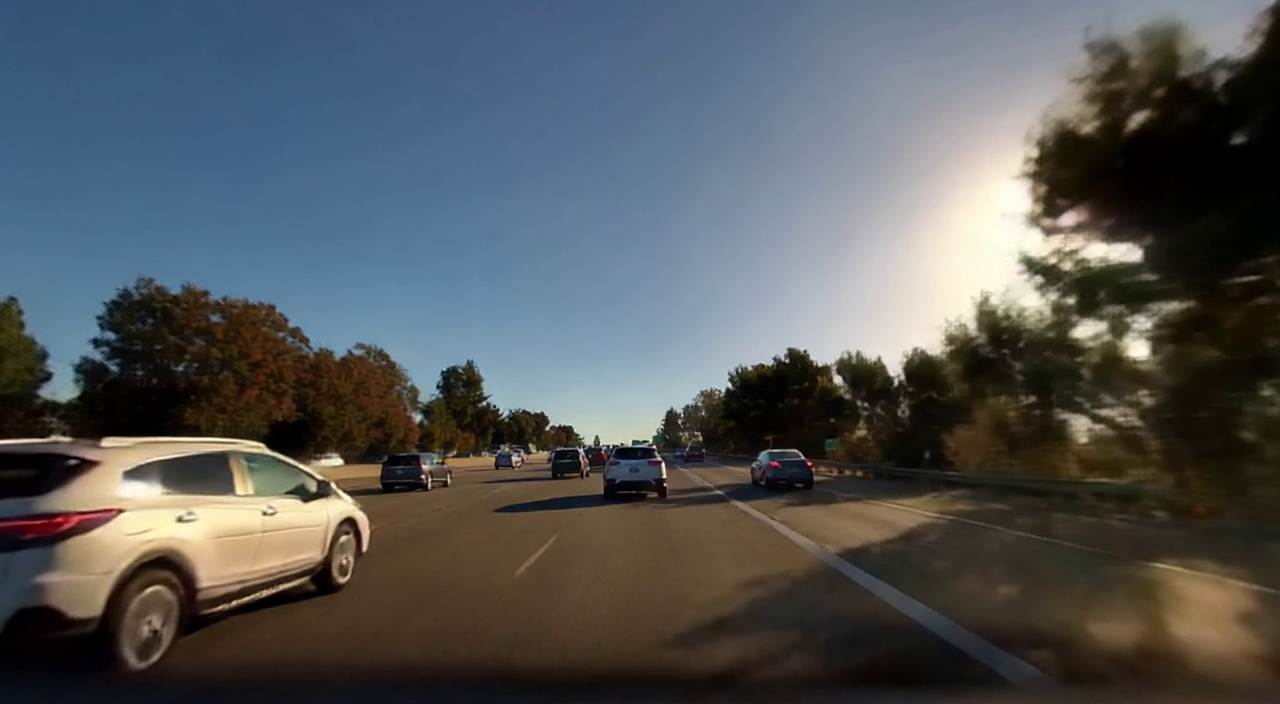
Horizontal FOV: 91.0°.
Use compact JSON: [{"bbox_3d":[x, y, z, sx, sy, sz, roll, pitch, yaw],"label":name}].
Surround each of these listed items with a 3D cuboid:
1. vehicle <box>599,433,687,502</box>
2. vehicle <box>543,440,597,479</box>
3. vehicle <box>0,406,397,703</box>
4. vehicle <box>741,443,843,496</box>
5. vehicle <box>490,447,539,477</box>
[{"bbox_3d":[0.094,3.218,17.972,2.223,1.722,4.177,0,-8,0],"label":"vehicle"},{"bbox_3d":[-3.448,5.388,31.752,2.142,1.808,4.266,0,-8,1],"label":"vehicle"},{"bbox_3d":[-3.559,1.238,4.281,2.011,1.498,4.341,0,-8,1],"label":"vehicle"},{"bbox_3d":[4.670,3.675,20.120,2.006,1.474,4.669,0,-8,-1],"label":"vehicle"},{"bbox_3d":[-7.198,6.331,36.523,1.931,1.617,4.060,0,-8,1],"label":"vehicle"}]
